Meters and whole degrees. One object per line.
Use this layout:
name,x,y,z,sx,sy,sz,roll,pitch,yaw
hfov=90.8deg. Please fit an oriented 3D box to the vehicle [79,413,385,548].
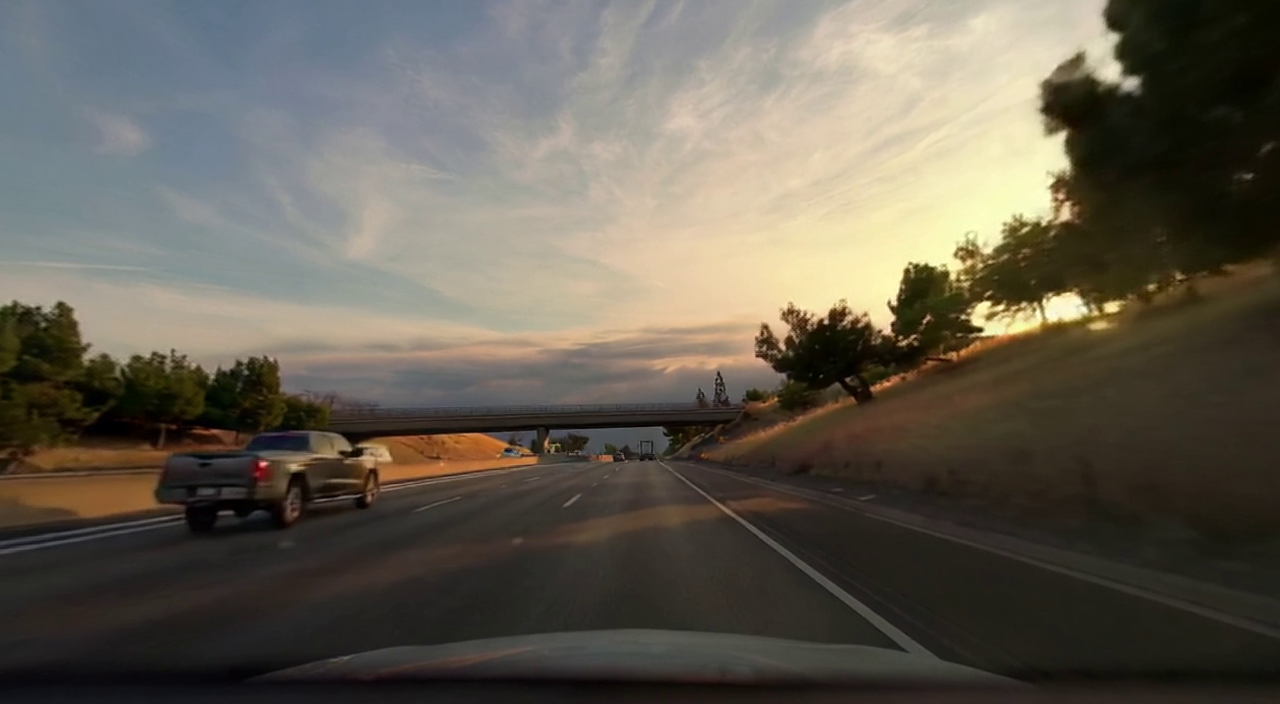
vehicle,-7.020,2.280,11.862,2.232,1.947,5.180,0,-9,0
